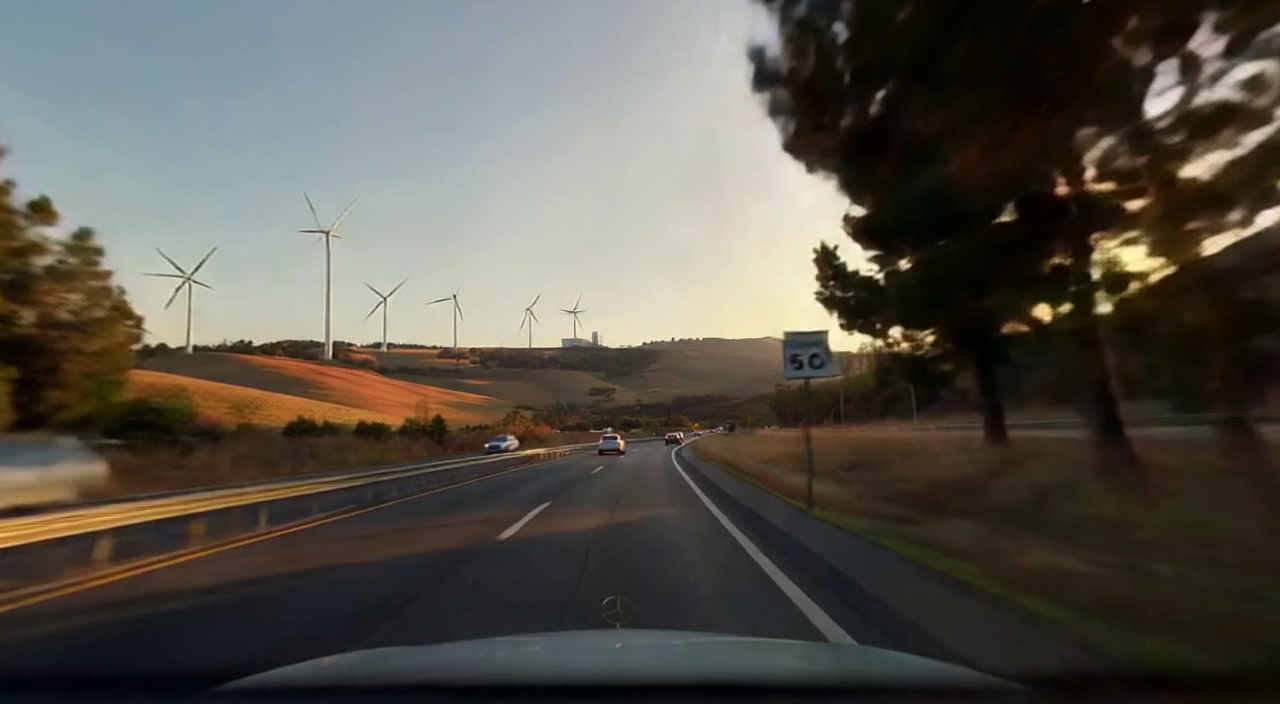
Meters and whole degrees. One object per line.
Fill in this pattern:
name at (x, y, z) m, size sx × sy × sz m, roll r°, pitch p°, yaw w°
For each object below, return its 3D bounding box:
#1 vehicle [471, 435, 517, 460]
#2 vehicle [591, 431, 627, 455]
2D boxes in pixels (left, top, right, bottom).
vehicle at (-9.048, 5.931, 39.372) m, size 1.850 × 1.450 × 3.951 m, roll 0°, pitch -8°, yaw 2°
vehicle at (-2.115, 6.403, 44.554) m, size 2.123 × 1.629 × 4.180 m, roll 0°, pitch -8°, yaw 3°
